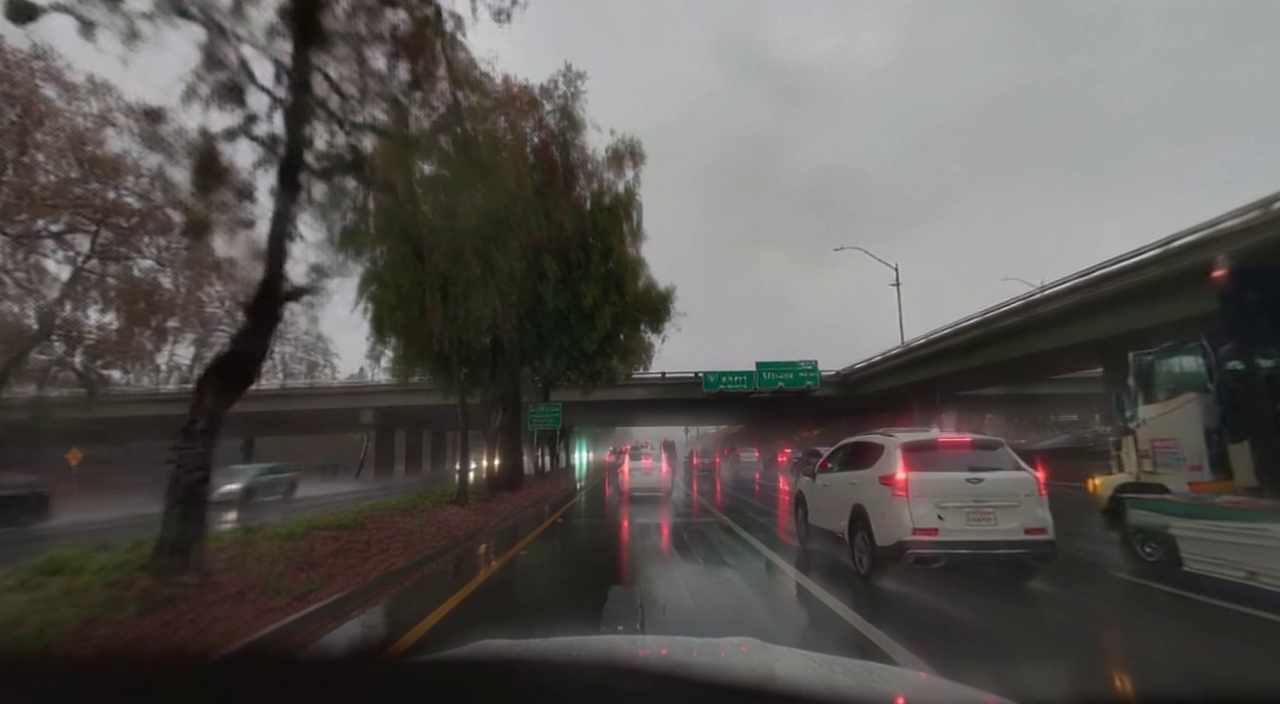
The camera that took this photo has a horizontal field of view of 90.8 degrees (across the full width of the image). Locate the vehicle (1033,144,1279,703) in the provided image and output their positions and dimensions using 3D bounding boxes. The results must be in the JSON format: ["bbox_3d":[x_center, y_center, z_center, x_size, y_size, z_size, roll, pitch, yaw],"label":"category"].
[{"bbox_3d":[3.313,0.313,0.666,2.588,2.321,4.927,0,-9,1],"label":"vehicle"}]

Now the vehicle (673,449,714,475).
[{"bbox_3d":[3.104,6.472,37.347,1.962,1.431,4.205,0,-9,-1],"label":"vehicle"}]

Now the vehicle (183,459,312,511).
[{"bbox_3d":[-14.567,4.921,23.837,2.009,1.670,4.583,0,-9,-2],"label":"vehicle"}]

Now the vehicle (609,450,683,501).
[{"bbox_3d":[0.147,3.665,19.138,2.027,1.341,3.775,0,-9,0],"label":"vehicle"}]
